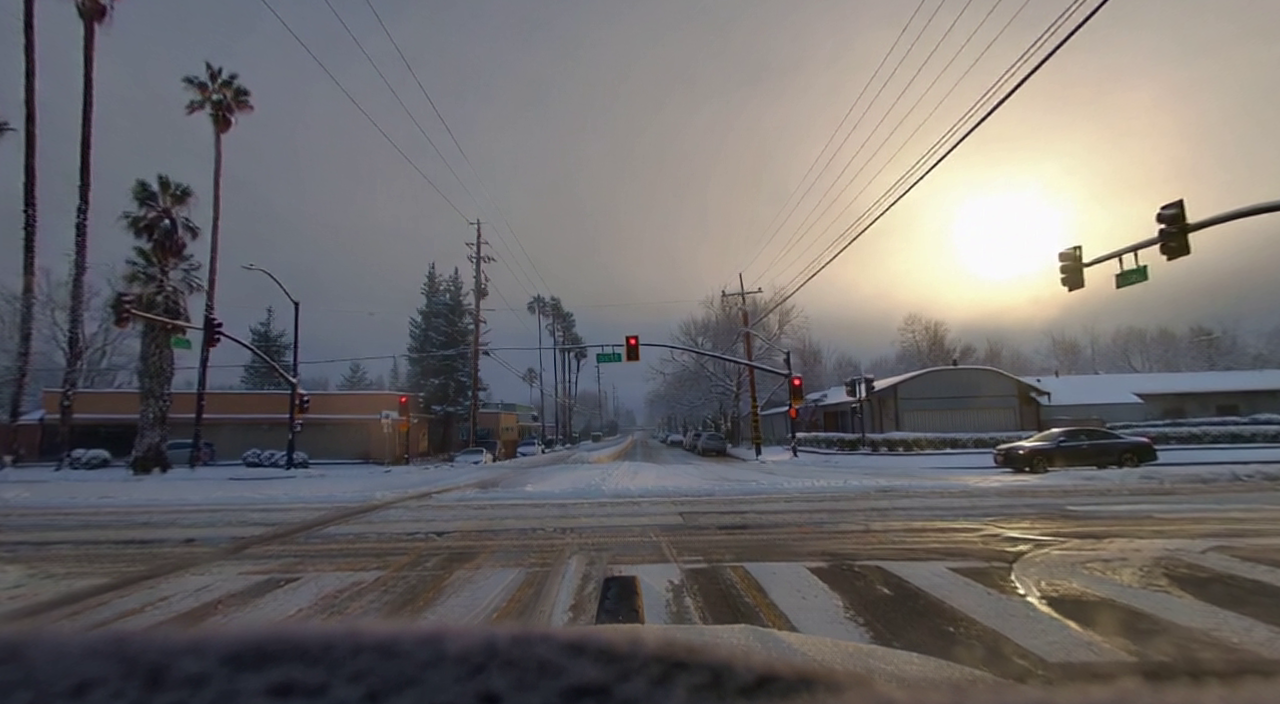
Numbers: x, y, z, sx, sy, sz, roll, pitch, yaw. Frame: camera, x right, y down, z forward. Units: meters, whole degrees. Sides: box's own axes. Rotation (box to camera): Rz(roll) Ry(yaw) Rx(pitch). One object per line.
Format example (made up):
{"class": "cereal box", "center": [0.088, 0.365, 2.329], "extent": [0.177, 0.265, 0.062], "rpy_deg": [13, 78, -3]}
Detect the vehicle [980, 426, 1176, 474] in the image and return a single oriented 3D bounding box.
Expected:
{"class": "vehicle", "center": [14.331, 3.251, 20.962], "extent": [4.918, 1.479, 1.897], "rpy_deg": [-1, -8, 7]}

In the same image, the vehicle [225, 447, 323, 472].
{"class": "vehicle", "center": [-22.290, 6.552, 38.610], "extent": [4.849, 1.444, 1.881], "rpy_deg": [-1, -8, 1]}

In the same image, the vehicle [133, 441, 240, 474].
{"class": "vehicle", "center": [-25.904, 6.048, 36.214], "extent": [4.613, 1.820, 2.021], "rpy_deg": [-1, -8, 4]}

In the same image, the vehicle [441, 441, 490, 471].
{"class": "vehicle", "center": [-11.942, 7.112, 43.539], "extent": [2.016, 1.717, 4.287], "rpy_deg": [0, -6, 1]}
